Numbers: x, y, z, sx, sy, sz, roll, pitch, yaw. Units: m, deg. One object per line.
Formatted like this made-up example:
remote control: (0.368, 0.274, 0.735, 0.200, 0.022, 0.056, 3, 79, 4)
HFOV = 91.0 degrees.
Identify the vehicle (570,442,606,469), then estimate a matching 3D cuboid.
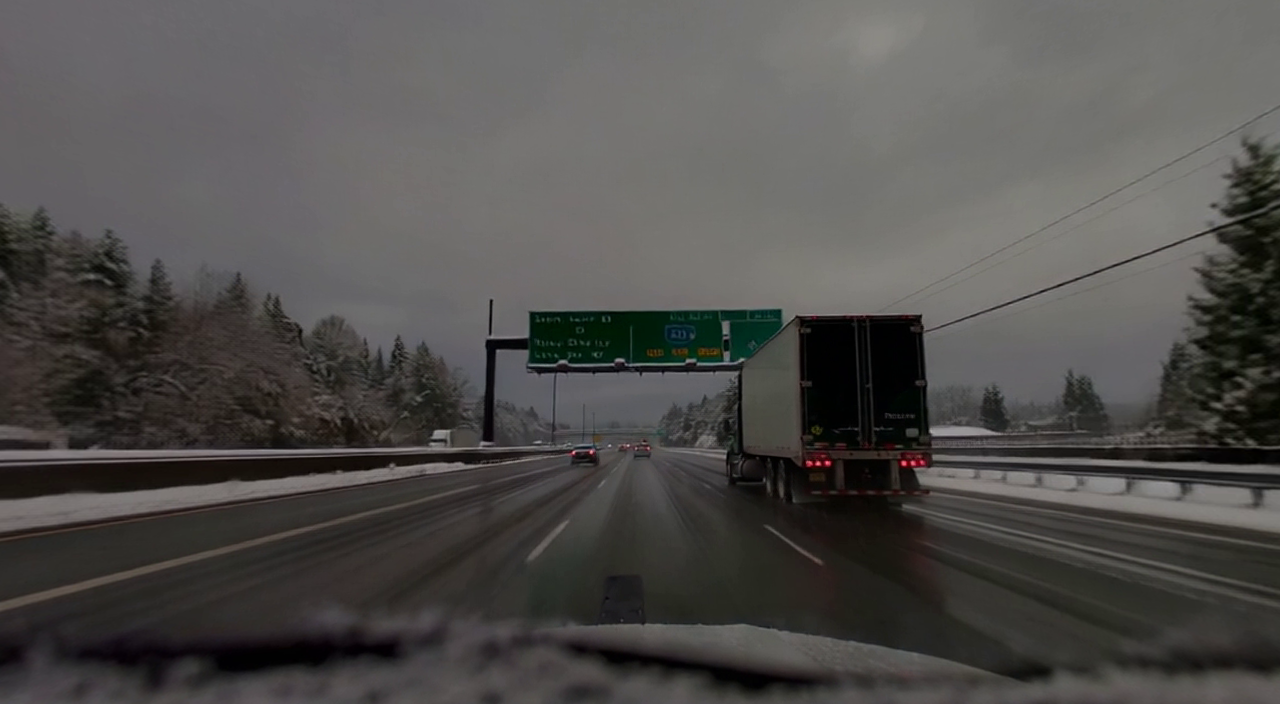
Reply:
vehicle: (-3.407, 6.869, 41.977, 2.000, 1.658, 4.155, 0, -9, 0)

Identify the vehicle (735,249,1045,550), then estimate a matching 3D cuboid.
vehicle: (3.821, 1.099, 12.069, 3.042, 4.037, 7.253, 0, -9, 2)
